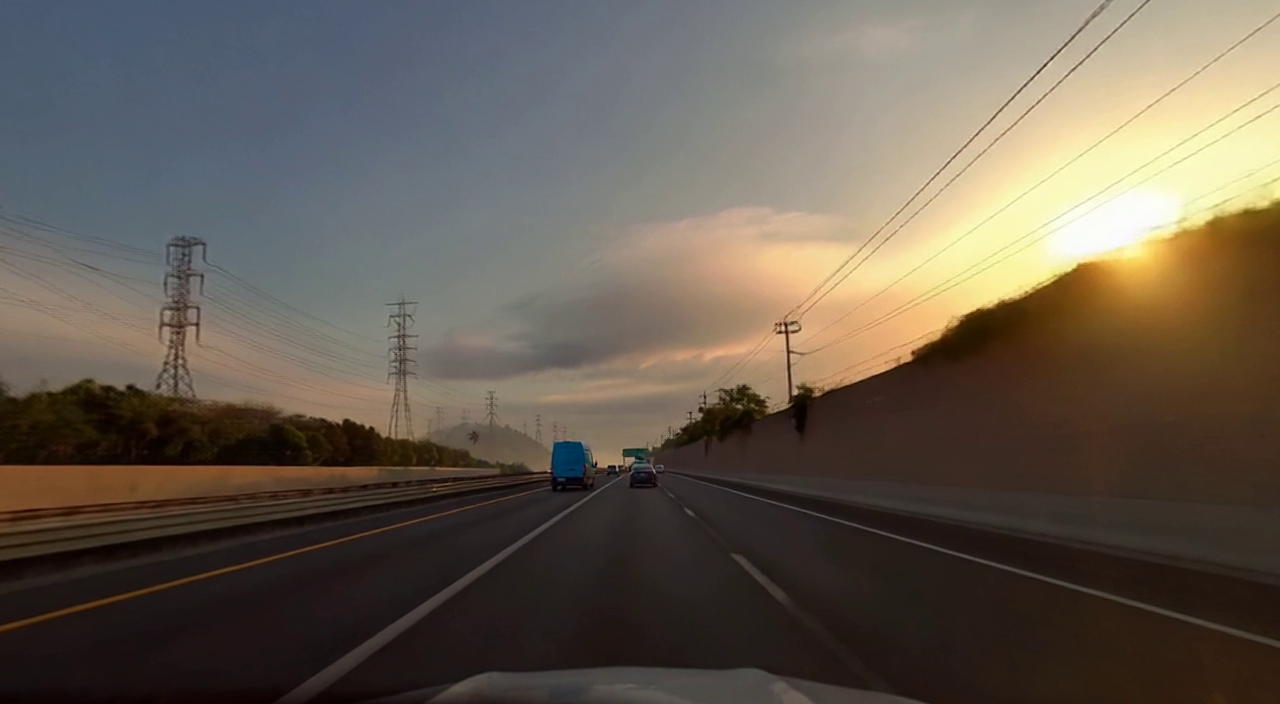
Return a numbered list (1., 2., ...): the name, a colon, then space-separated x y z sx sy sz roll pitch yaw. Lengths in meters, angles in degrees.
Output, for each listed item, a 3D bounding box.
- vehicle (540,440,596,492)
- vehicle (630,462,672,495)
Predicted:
1. vehicle: -3.903 6.423 35.519 2.394 2.609 6.875 1 -11 0
2. vehicle: 0.525 6.472 32.383 2.006 1.554 3.863 1 -10 0
